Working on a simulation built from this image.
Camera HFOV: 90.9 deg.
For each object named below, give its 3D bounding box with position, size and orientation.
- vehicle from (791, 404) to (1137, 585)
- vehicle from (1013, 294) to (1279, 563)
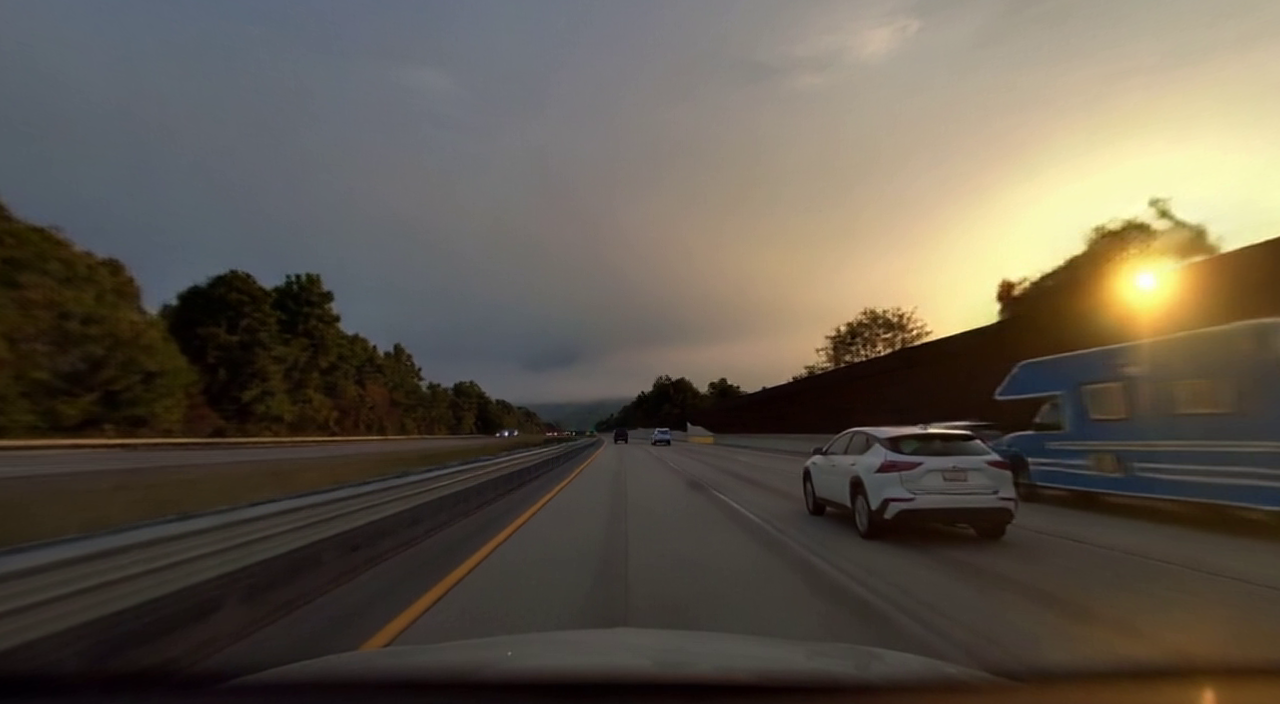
[{"bbox_3d":[3.320,1.503,7.513,2.002,1.569,3.845,0,-8,-1],"label":"vehicle"},{"bbox_3d":[7.735,0.966,7.825,2.594,2.701,5.573,0,-8,-2],"label":"vehicle"}]
